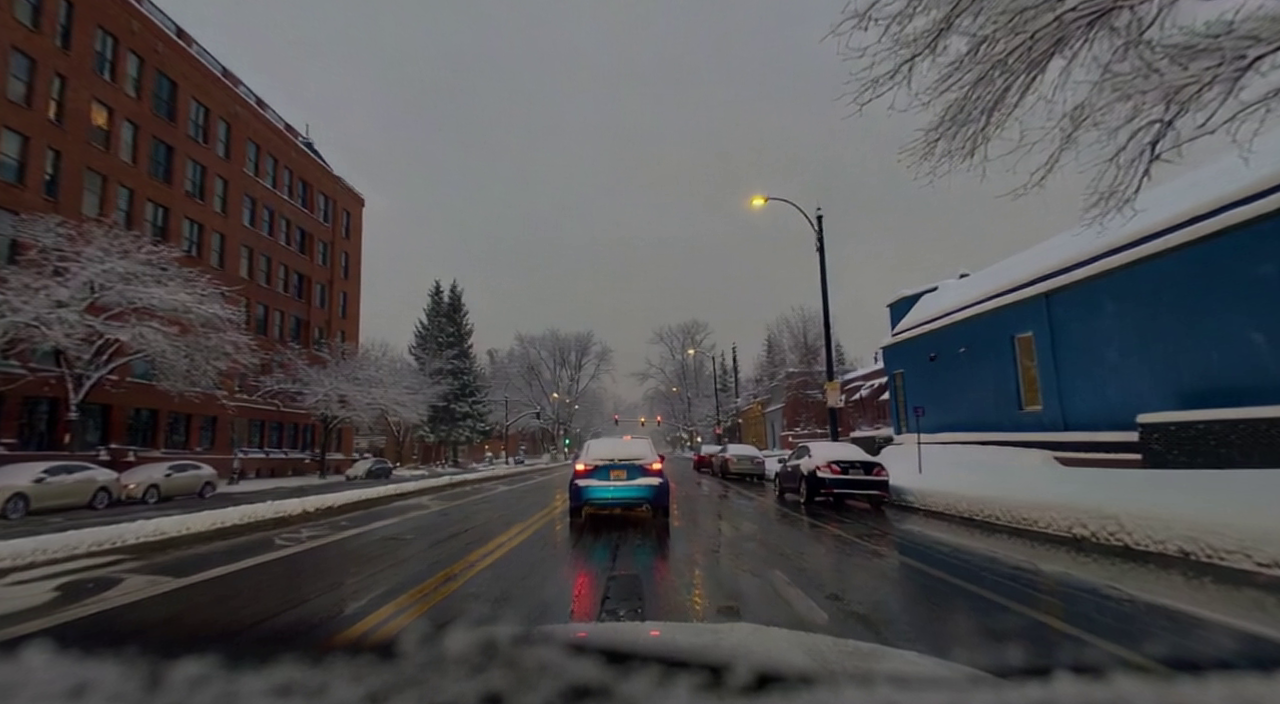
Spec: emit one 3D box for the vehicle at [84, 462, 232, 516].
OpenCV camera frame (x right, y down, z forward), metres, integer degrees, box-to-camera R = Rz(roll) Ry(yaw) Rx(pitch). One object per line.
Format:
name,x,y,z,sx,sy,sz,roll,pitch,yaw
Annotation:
vehicle,-17.977,5.097,23.832,2.011,1.727,4.449,1,-9,0

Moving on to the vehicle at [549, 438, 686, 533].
vehicle,-0.369,2.491,12.353,2.230,1.518,4.113,0,-9,0

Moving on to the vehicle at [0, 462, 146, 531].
vehicle,-17.596,4.173,18.764,1.909,1.658,4.559,0,-9,1

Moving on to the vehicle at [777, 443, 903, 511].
vehicle,4.931,3.110,16.162,1.832,1.491,4.054,1,-9,-1
